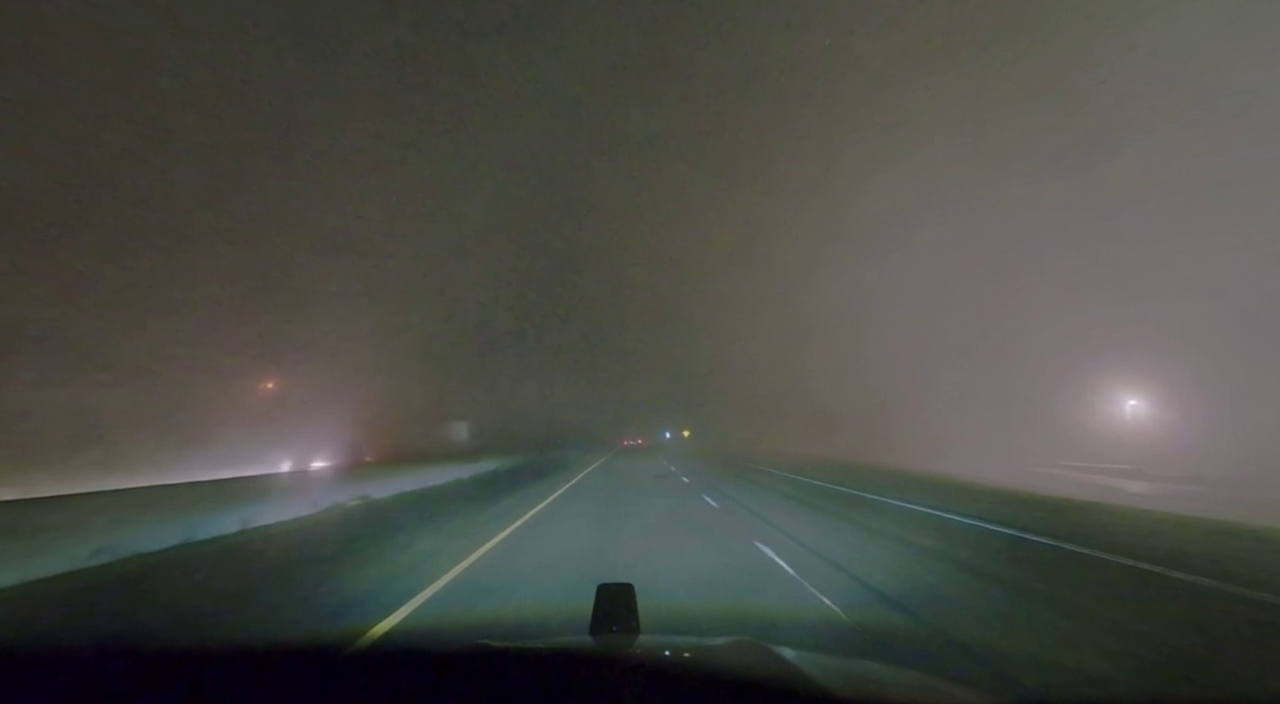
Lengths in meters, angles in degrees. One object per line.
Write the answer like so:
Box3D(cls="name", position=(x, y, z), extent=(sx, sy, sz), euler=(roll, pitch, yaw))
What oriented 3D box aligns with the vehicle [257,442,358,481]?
Box3D(cls="vehicle", position=(-15.003, 4.937, 28.827), extent=(2.144, 1.510, 4.891), euler=(1, -7, -3))
